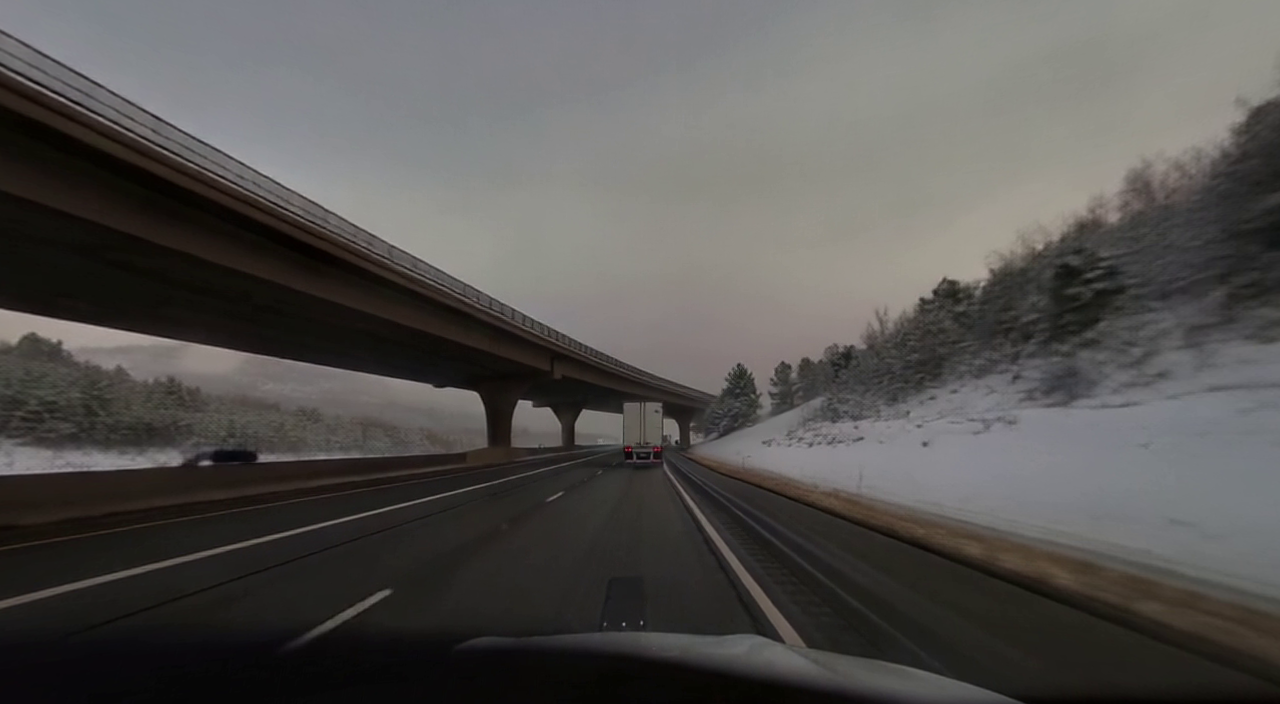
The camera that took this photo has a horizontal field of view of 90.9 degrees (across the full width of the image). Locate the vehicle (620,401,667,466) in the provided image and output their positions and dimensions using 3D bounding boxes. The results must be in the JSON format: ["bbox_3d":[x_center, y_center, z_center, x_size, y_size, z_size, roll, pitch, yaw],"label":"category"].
[{"bbox_3d":[0.163,5.839,44.451,2.866,4.014,11.261,0,-8,0],"label":"vehicle"}]
